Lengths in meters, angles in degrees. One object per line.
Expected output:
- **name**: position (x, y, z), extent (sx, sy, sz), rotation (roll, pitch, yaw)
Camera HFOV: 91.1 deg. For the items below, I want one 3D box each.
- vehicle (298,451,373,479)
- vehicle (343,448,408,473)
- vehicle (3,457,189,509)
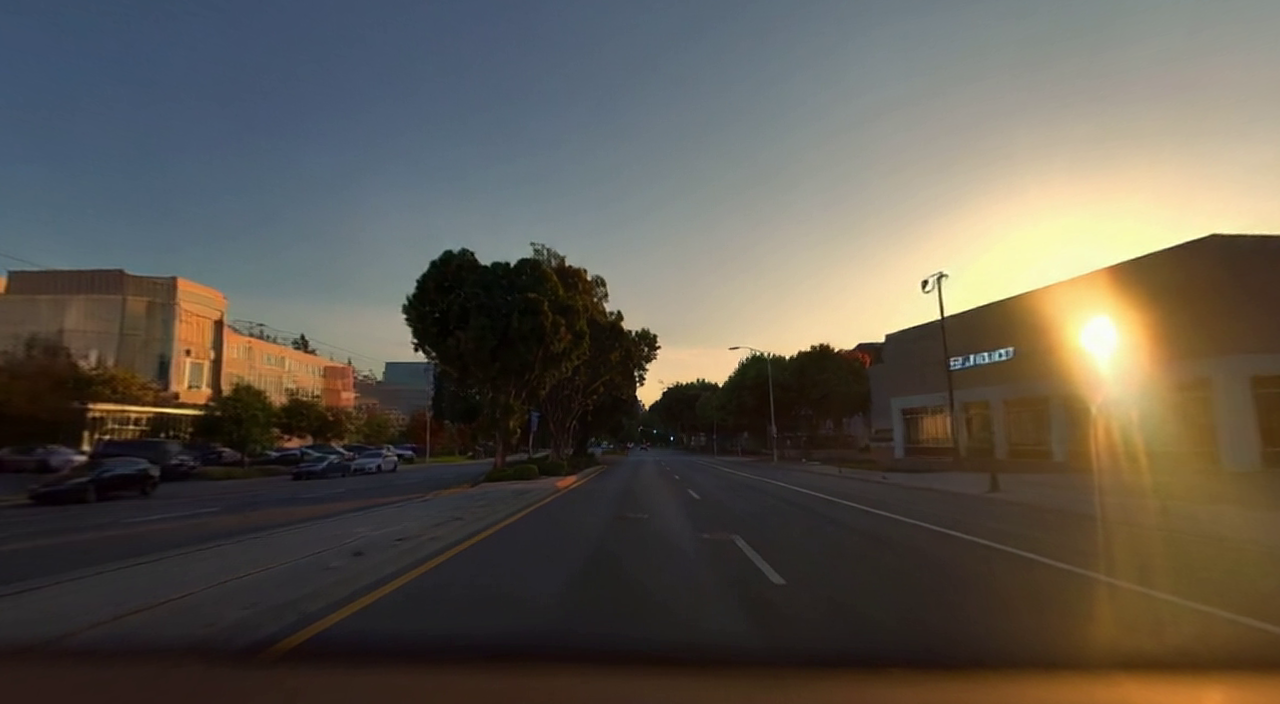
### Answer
- **vehicle**: position (-18.796, 6.969, 39.007), extent (2.034, 1.562, 4.828), rotation (-1, -9, 3)
- **vehicle**: position (-18.706, 7.684, 44.725), extent (2.177, 1.656, 5.516), rotation (0, -9, 1)
- **vehicle**: position (-18.997, 4.565, 22.356), extent (2.121, 1.567, 5.042), rotation (0, -9, -1)
